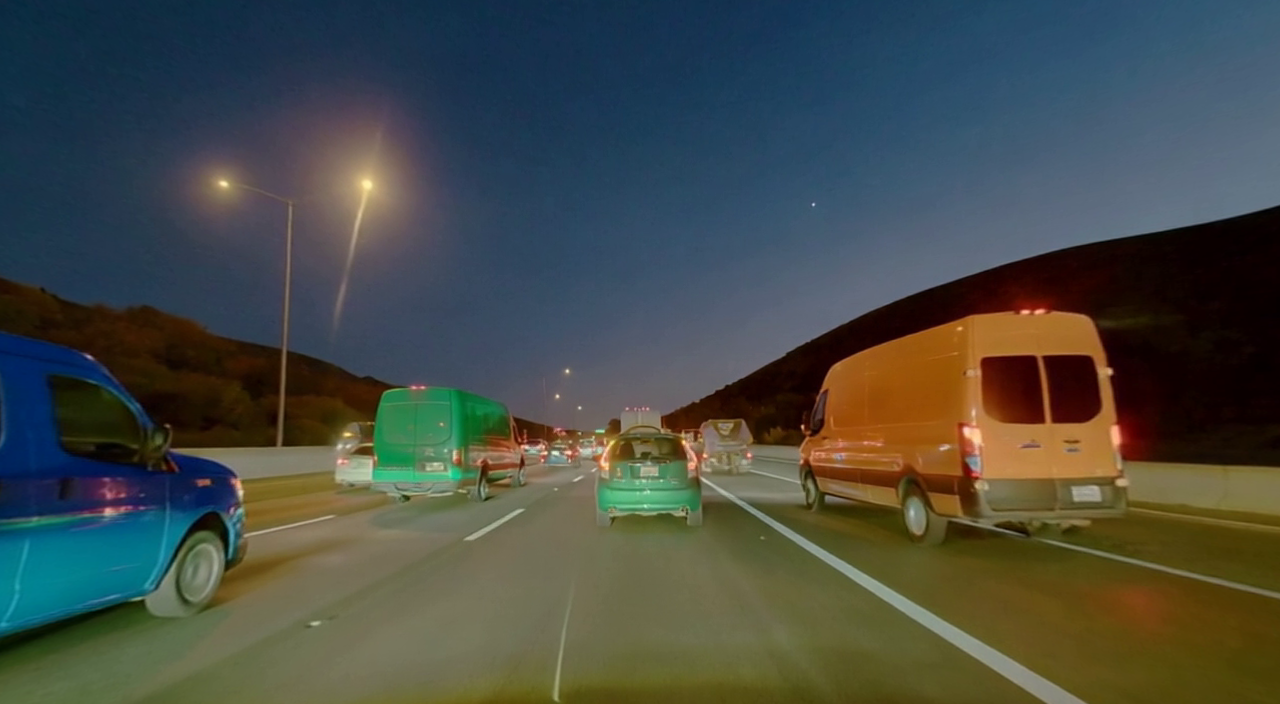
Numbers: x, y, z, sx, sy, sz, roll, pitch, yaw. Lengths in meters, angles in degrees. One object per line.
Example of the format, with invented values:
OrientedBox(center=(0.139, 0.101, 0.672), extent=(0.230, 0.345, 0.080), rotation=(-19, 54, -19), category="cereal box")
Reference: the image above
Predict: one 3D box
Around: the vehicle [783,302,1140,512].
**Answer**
OrientedBox(center=(7.226, 1.798, 17.288), extent=(2.977, 3.878, 11.111), rotation=(0, -8, -6), category="vehicle")

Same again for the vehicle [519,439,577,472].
OrientedBox(center=(-4.298, 4.922, 30.231), extent=(2.007, 1.457, 4.447), rotation=(-1, -8, 1), category="vehicle")

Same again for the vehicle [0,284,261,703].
OrientedBox(center=(-4.256, 0.622, 2.403), extent=(2.195, 2.086, 5.445), rotation=(0, -8, 0), category="vehicle")

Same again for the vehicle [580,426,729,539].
OrientedBox(center=(0.153, 2.051, 10.506), extent=(2.003, 1.499, 3.930), rotation=(0, -8, -1), category="vehicle")

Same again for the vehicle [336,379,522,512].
OrientedBox(center=(-4.561, 2.194, 14.923), extent=(2.300, 2.522, 5.701), rotation=(-1, -8, 1), category="vehicle")
